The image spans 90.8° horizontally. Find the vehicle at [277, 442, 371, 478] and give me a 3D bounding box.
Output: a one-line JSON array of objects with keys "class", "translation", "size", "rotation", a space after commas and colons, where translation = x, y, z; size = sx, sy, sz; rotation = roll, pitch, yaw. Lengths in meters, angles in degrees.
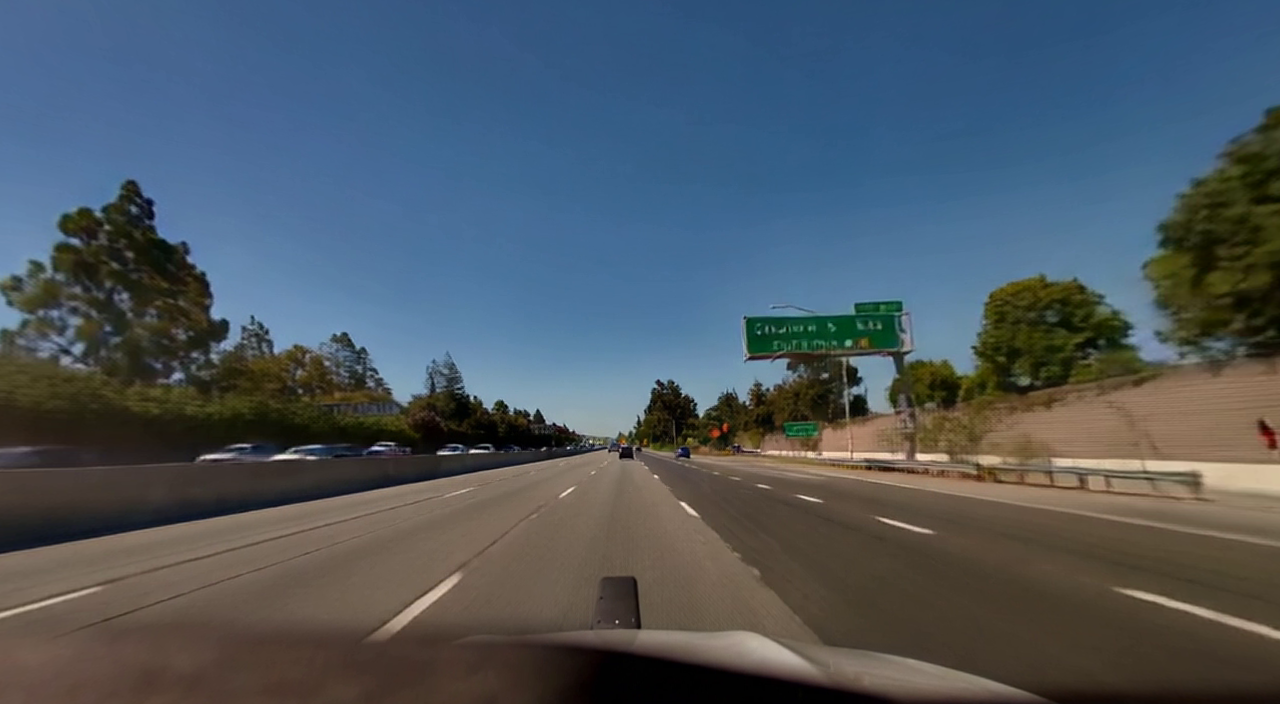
[{"class": "vehicle", "translation": [-16.159, 5.538, 32.728], "size": [2.165, 1.675, 5.361], "rotation": [0, -9, -1]}]

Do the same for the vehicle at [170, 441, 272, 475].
[{"class": "vehicle", "translation": [-26.153, 6.610, 39.779], "size": [2.471, 1.970, 5.968], "rotation": [0, -9, -2]}]

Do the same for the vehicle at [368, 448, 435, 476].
[{"class": "vehicle", "translation": [-13.134, 6.075, 35.103], "size": [1.969, 1.441, 4.622], "rotation": [0, -9, 0]}]
